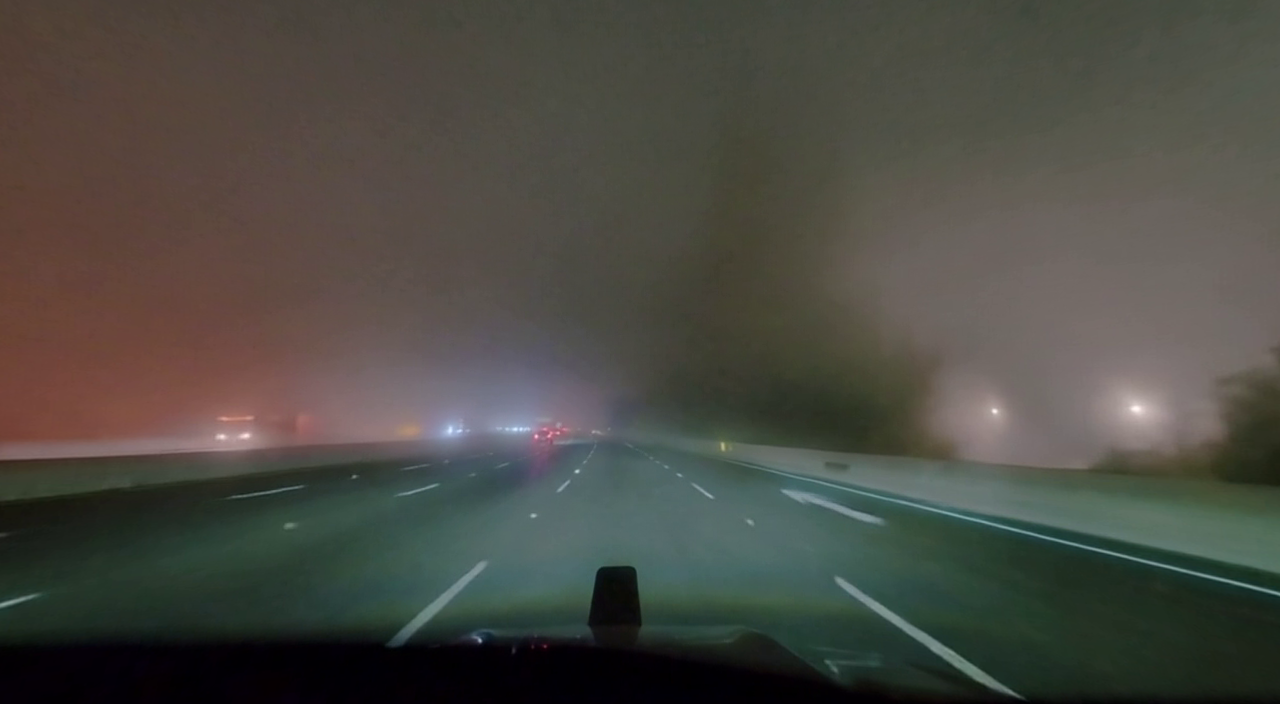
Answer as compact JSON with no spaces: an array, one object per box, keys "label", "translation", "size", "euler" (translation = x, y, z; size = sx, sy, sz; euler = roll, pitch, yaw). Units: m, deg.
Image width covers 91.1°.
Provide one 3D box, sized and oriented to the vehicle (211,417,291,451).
[{"label":"vehicle","translation":[-30.178,6.393,49.117],"size":[2.442,2.453,6.168],"euler":[0,-8,-2]}]
